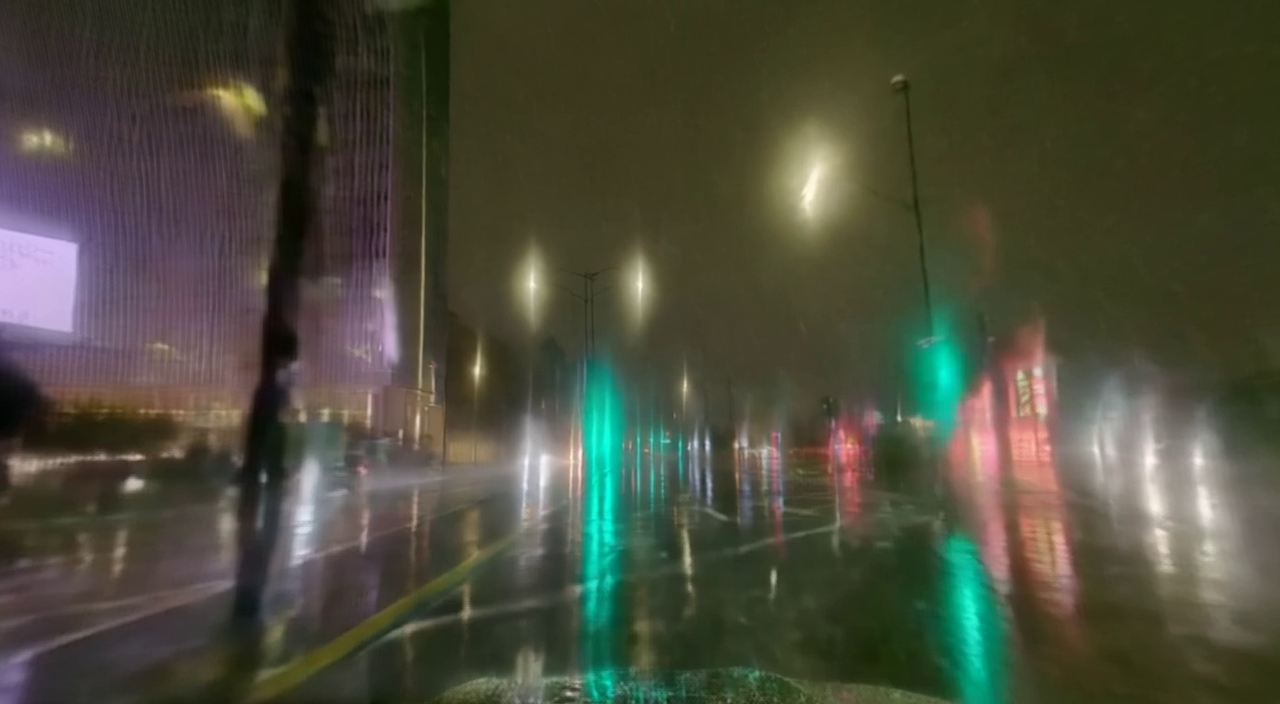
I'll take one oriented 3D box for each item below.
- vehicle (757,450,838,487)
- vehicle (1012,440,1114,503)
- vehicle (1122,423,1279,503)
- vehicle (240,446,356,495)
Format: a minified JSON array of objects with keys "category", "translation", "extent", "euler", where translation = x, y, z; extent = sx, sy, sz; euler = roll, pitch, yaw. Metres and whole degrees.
[{"category":"vehicle","translation":[6.860,5.110,28.071],"extent":[2.675,1.452,4.213],"euler":[-1,-8,2]},{"category":"vehicle","translation":[11.965,3.330,18.136],"extent":[2.023,1.527,5.016],"euler":[-6,-10,31]},{"category":"vehicle","translation":[15.114,2.974,17.379],"extent":[2.232,1.814,5.285],"euler":[-5,-10,30]},{"category":"vehicle","translation":[-13.454,4.655,25.239],"extent":[1.979,1.727,4.489],"euler":[-1,-9,2]}]
